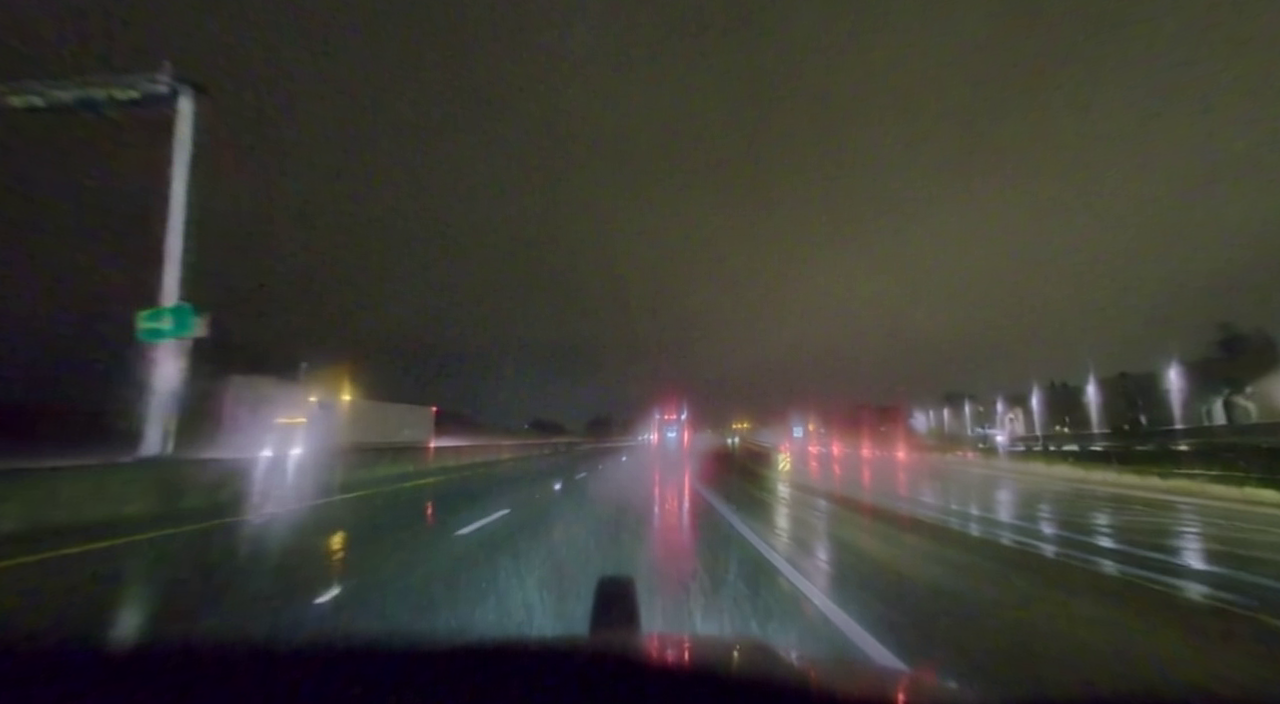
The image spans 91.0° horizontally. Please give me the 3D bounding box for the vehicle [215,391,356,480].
[{"bbox_3d":[-16.722,4.012,30.316,2.978,3.785,6.055,-1,-8,2],"label":"vehicle"}]
